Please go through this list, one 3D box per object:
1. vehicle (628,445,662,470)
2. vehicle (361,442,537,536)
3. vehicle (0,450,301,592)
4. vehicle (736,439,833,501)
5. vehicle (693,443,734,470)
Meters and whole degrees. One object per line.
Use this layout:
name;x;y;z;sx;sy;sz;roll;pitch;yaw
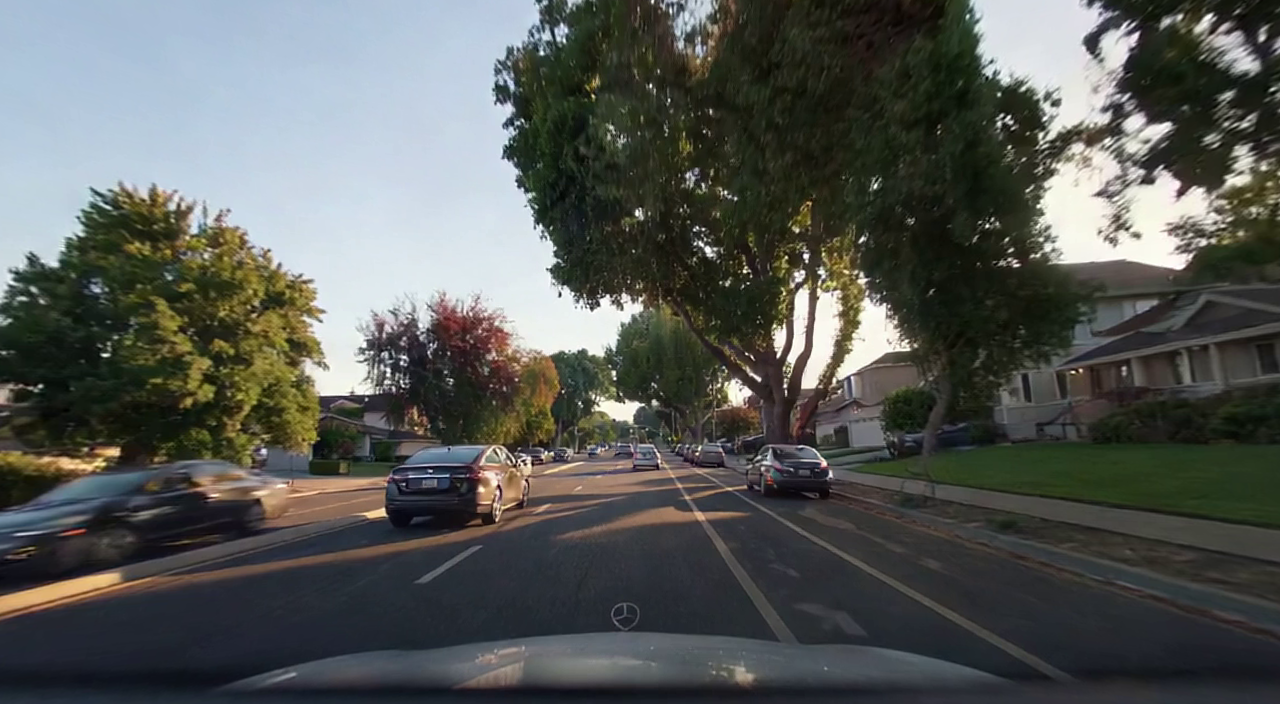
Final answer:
vehicle;0.352;6.671;40.316;2.088;1.495;4.048;0;-9;1
vehicle;-3.430;2.530;12.377;2.027;1.477;4.413;0;-9;1
vehicle;-7.372;2.265;9.431;1.977;1.538;4.447;-1;-9;3
vehicle;4.065;3.372;18.446;1.897;1.589;4.053;0;-9;0
vehicle;4.824;6.972;42.281;2.045;1.702;4.916;0;-9;-1
